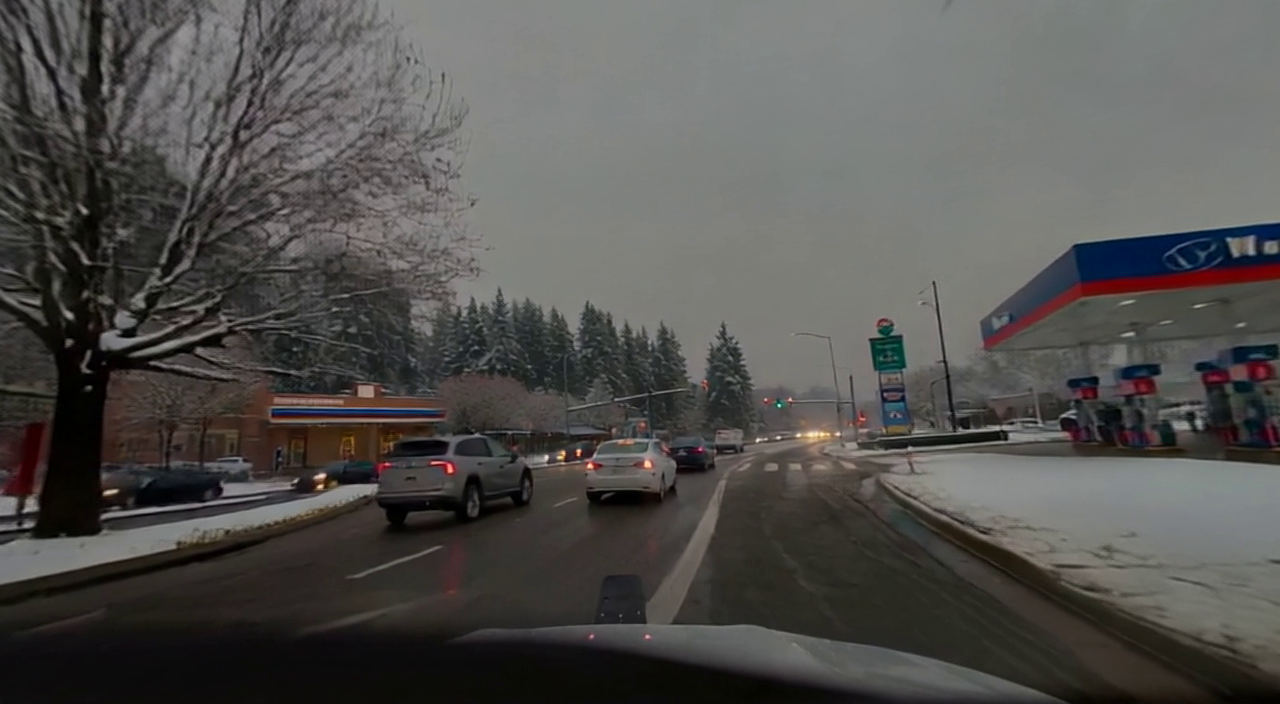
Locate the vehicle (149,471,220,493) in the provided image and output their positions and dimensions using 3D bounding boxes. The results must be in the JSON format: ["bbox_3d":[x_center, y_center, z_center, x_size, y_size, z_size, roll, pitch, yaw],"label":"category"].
[{"bbox_3d":[-36.058,10.300,49.877,4.507,1.533,1.999,-2,-9,14],"label":"vehicle"}]

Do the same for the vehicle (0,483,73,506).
[{"bbox_3d":[-45.914,10.814,47.910,1.603,1.398,3.616,-6,-10,22],"label":"vehicle"}]

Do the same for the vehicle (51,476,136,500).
[{"bbox_3d":[-38.025,9.459,43.834,4.384,1.490,2.031,-2,-10,10],"label":"vehicle"}]

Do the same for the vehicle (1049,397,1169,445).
[{"bbox_3d":[23.824,3.633,32.360,2.322,2.152,5.668,-3,-9,8],"label":"vehicle"}]

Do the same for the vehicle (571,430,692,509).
[{"bbox_3d":[-0.040,2.696,14.862,2.060,1.580,3.980,-2,-9,11],"label":"vehicle"}]

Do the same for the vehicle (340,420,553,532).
[{"bbox_3d":[-3.519,2.375,12.675,2.102,1.774,4.662,-2,-9,11],"label":"vehicle"}]
